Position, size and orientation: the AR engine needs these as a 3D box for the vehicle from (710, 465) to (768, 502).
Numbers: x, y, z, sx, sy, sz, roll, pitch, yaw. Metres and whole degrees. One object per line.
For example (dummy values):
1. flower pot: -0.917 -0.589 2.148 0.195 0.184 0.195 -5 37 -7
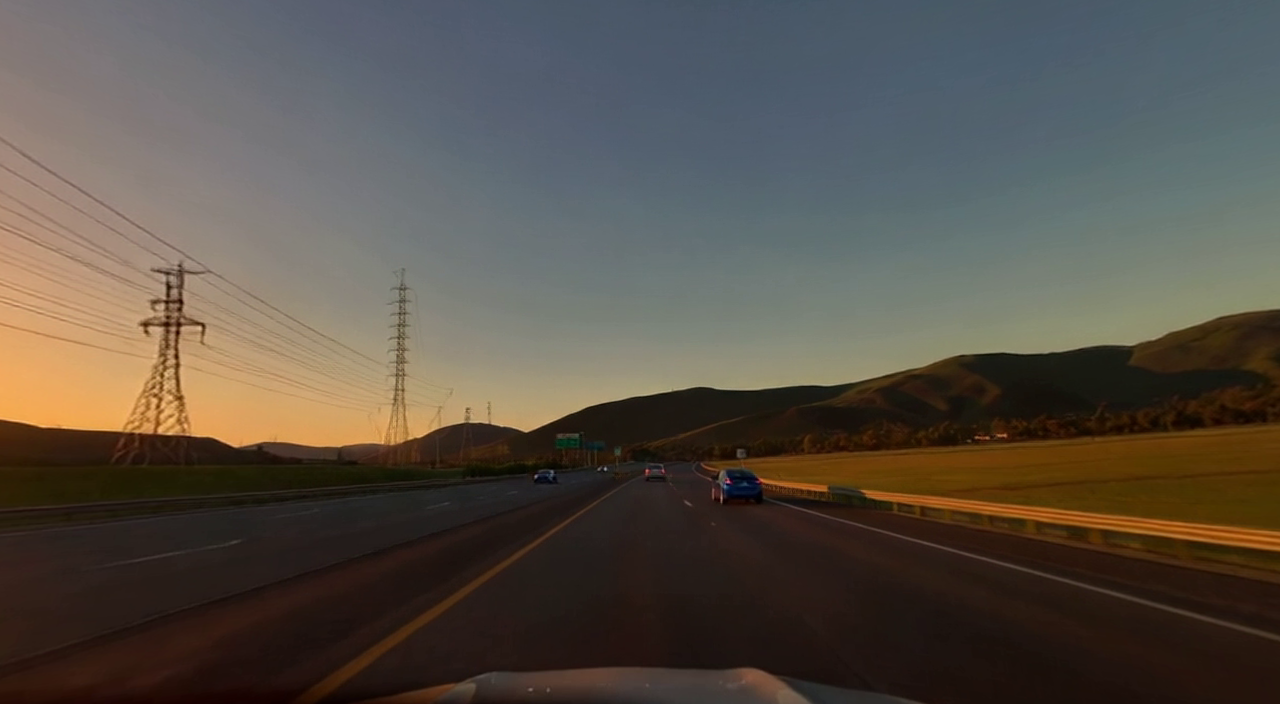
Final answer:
1. vehicle: 4.500 6.042 29.122 1.985 1.521 3.904 1 -10 -1
